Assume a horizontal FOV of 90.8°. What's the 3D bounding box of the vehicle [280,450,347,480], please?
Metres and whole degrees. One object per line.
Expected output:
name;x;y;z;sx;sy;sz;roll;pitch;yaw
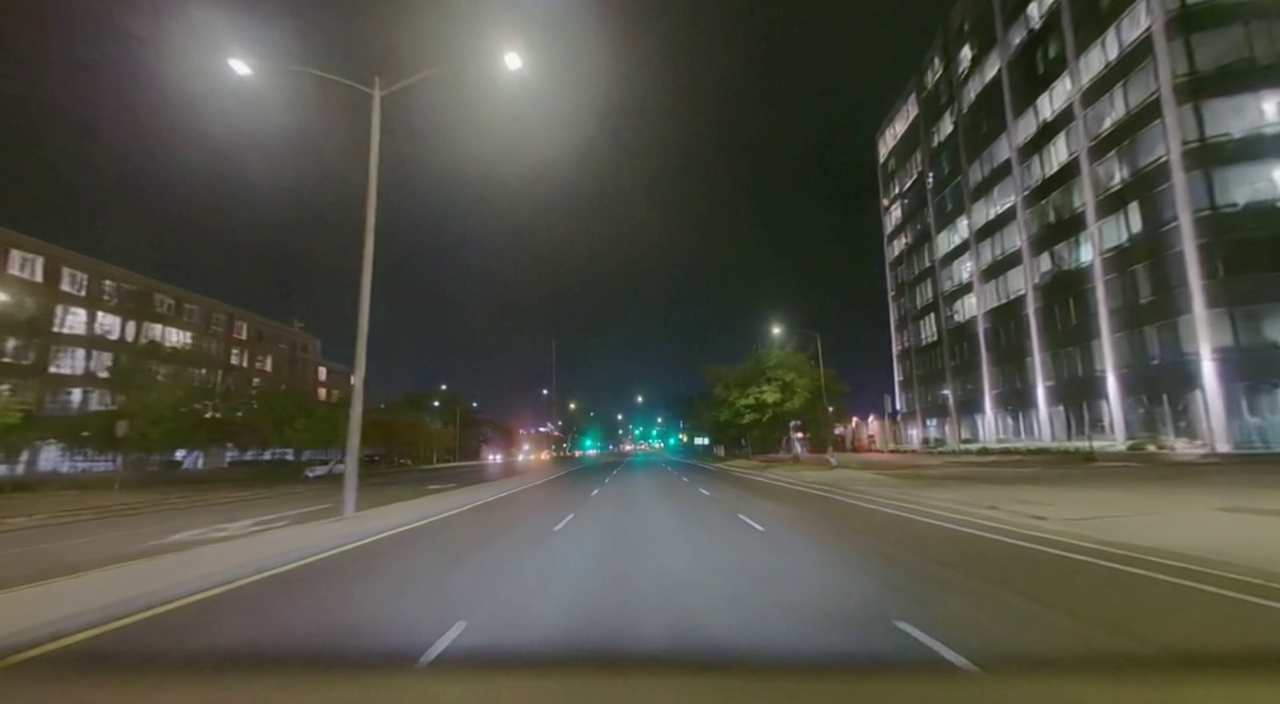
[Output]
vehicle;-21.947;7.570;42.738;1.922;1.821;4.729;0;-8;1
